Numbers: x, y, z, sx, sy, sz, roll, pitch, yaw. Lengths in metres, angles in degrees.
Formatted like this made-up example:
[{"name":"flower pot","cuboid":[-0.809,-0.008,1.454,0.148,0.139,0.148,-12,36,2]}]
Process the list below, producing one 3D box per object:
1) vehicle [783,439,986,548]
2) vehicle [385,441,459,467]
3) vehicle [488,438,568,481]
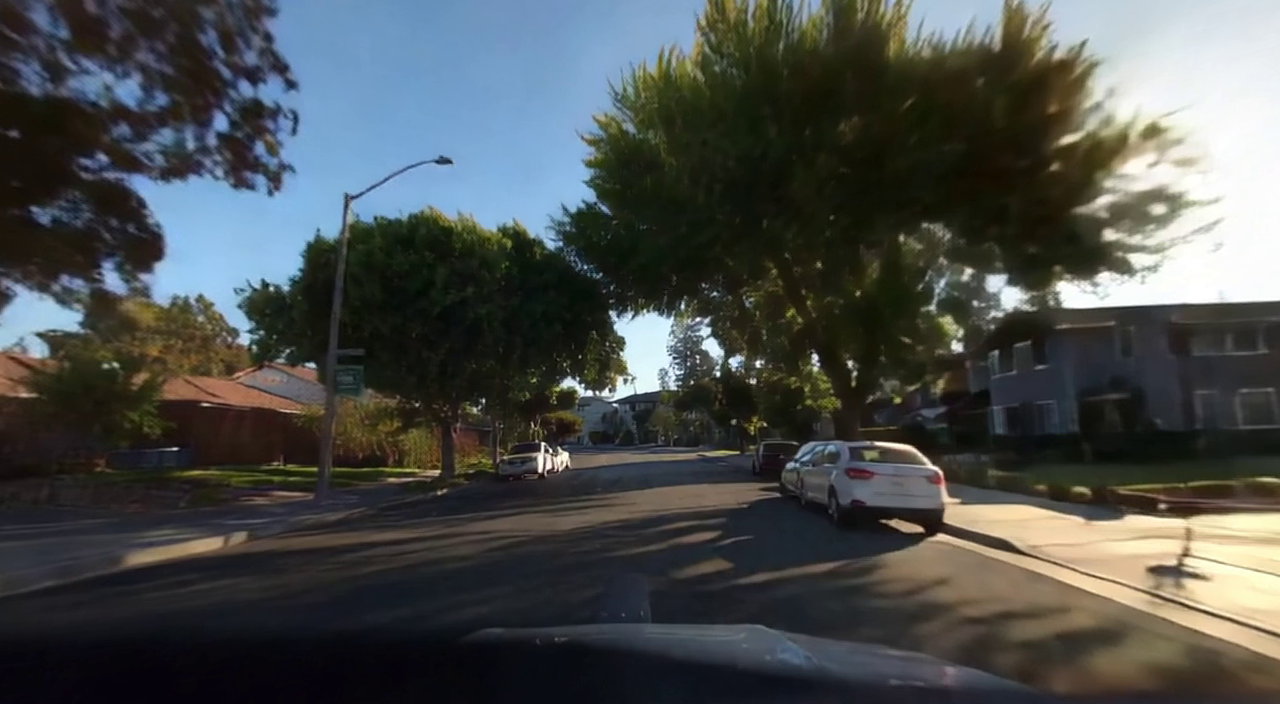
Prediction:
[{"name":"vehicle","cuboid":[3.829,2.234,10.895,2.088,1.429,4.796,-1,-8,7]},{"name":"vehicle","cuboid":[-16.758,7.872,48.397,4.879,1.867,2.234,1,-8,-4]},{"name":"vehicle","cuboid":[-4.561,4.529,26.286,1.943,1.433,4.717,-6,-11,6]}]
